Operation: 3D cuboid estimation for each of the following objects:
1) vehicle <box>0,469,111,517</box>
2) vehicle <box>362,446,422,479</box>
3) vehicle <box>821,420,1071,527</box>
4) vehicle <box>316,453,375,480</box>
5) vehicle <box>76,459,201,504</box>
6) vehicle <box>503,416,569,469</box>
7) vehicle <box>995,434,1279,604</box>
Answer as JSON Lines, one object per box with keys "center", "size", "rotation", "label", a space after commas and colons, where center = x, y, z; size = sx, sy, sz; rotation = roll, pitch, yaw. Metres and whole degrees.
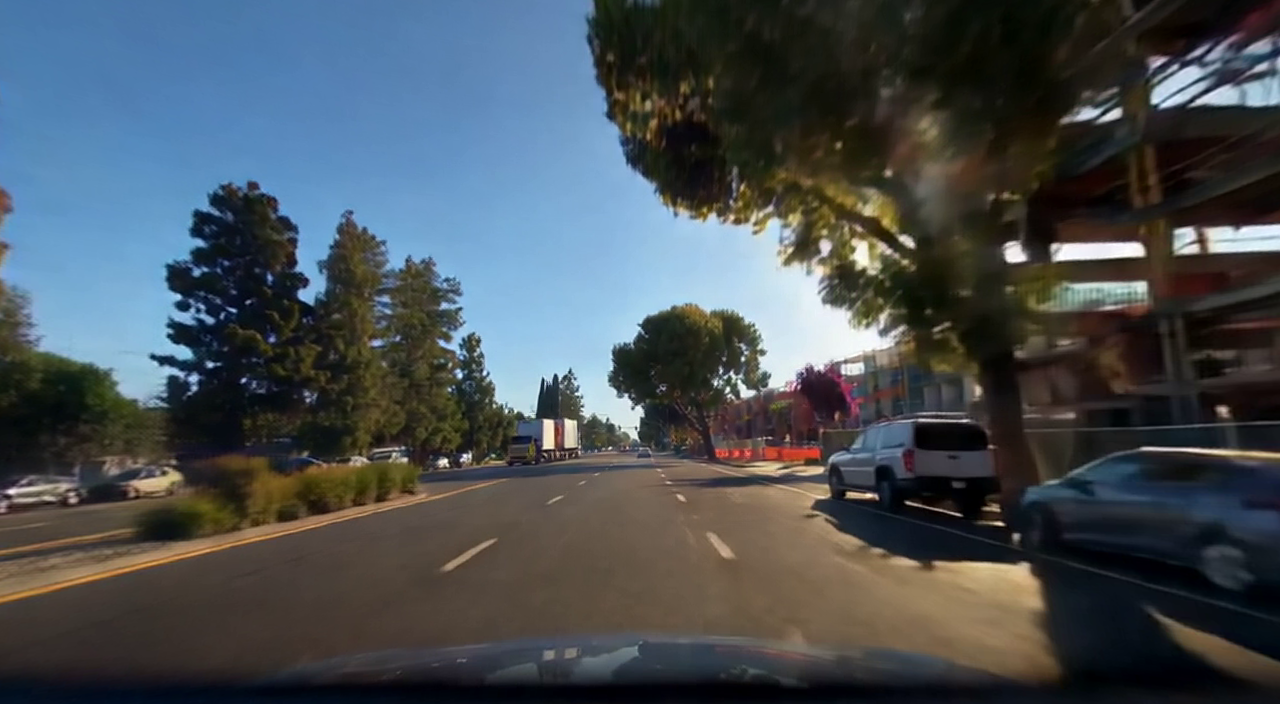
{"center": [-22.761, 5.193, 23.497], "size": [1.862, 1.458, 4.701], "rotation": [0, -8, -2], "label": "vehicle"}
{"center": [-18.376, 8.129, 46.777], "size": [2.154, 1.987, 5.836], "rotation": [-5, -7, -2], "label": "vehicle"}
{"center": [6.434, 2.662, 14.602], "size": [2.513, 1.890, 6.666], "rotation": [0, -8, 0], "label": "vehicle"}
{"center": [-21.706, 8.464, 46.485], "size": [2.168, 1.800, 4.603], "rotation": [0, -8, -1], "label": "vehicle"}
{"center": [-22.730, 5.836, 28.737], "size": [2.006, 1.755, 4.476], "rotation": [0, -8, 0], "label": "vehicle"}
{"center": [-7.485, 6.794, 46.879], "size": [3.032, 3.524, 9.640], "rotation": [0, -8, 2], "label": "vehicle"}
{"center": [6.467, 1.734, 7.372], "size": [1.860, 1.467, 4.576], "rotation": [0, -8, -1], "label": "vehicle"}
